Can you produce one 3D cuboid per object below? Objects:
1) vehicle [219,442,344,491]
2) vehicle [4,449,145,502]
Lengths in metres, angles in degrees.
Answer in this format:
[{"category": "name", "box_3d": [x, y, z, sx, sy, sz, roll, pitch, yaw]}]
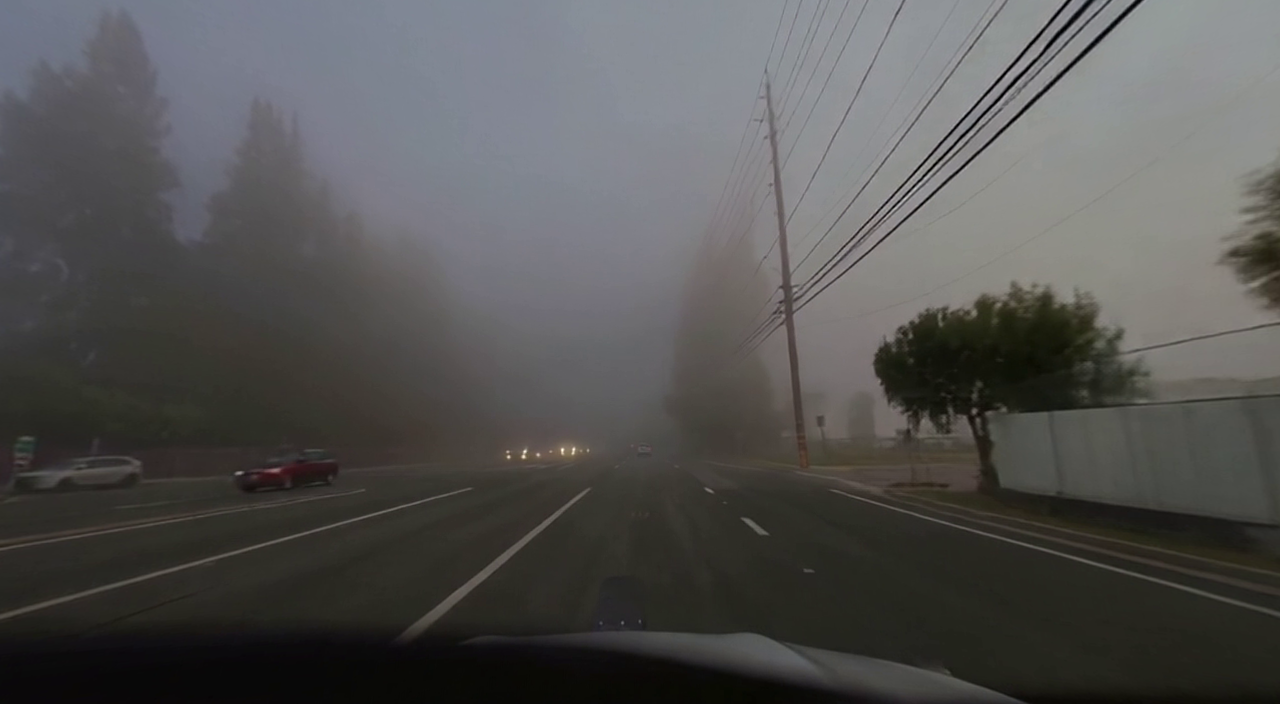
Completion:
[{"category": "vehicle", "box_3d": [-13.580, 4.319, 24.161, 2.120, 1.696, 4.403, 0, -8, 1]}, {"category": "vehicle", "box_3d": [-21.798, 4.669, 24.197, 4.600, 1.809, 2.153, -4, -9, 23]}]
